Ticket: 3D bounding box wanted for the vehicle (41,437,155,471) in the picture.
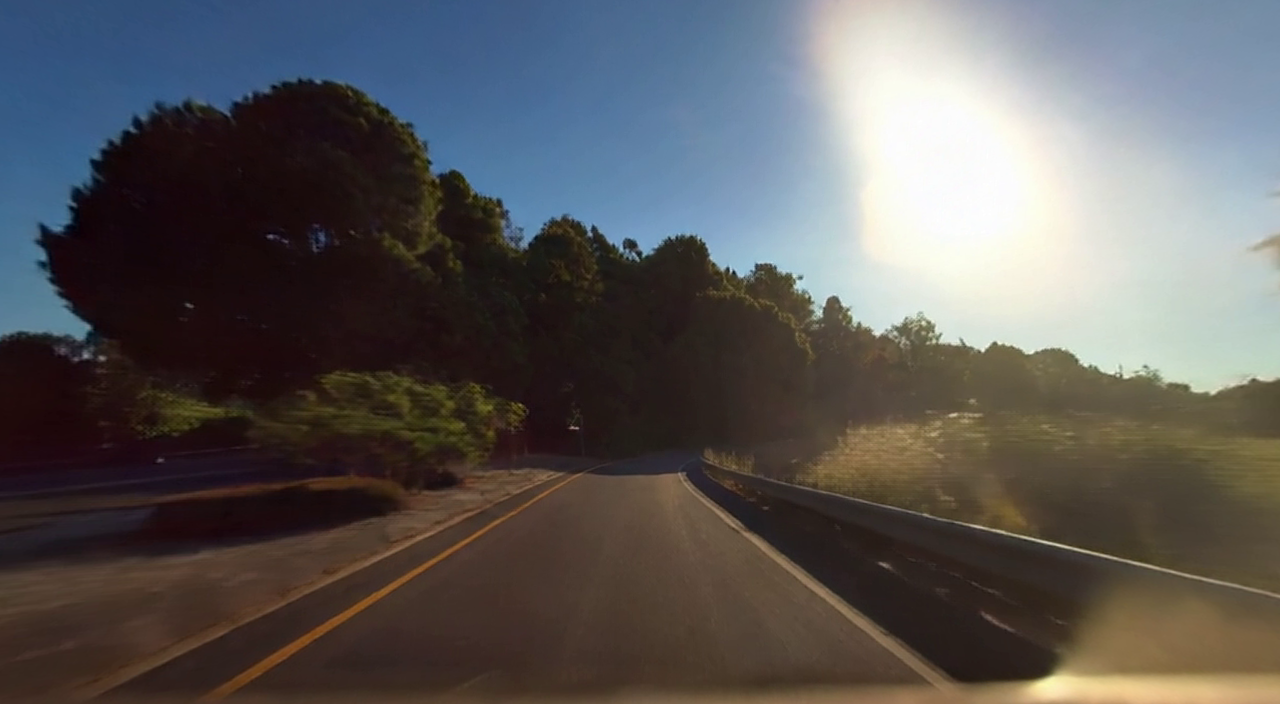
[{"bbox_3d":[-29.994,5.651,35.269,1.885,1.719,5.522,1,-9,-6],"label":"vehicle"}]
